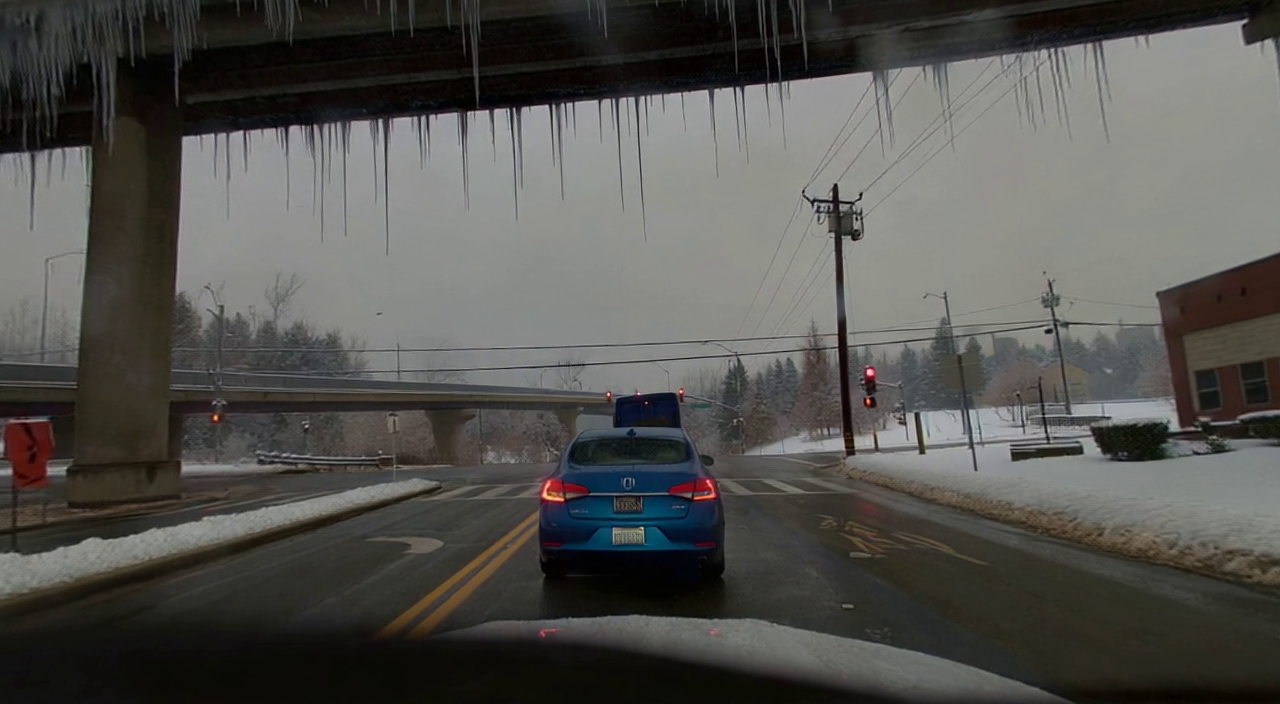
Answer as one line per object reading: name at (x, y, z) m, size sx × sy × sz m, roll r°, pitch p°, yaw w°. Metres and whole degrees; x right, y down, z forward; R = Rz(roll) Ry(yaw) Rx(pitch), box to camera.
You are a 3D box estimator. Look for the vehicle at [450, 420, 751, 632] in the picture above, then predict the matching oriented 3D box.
vehicle at (-0.241, 1.524, 6.473) m, size 2.090 × 1.458 × 4.033 m, roll -1°, pitch -9°, yaw 1°
